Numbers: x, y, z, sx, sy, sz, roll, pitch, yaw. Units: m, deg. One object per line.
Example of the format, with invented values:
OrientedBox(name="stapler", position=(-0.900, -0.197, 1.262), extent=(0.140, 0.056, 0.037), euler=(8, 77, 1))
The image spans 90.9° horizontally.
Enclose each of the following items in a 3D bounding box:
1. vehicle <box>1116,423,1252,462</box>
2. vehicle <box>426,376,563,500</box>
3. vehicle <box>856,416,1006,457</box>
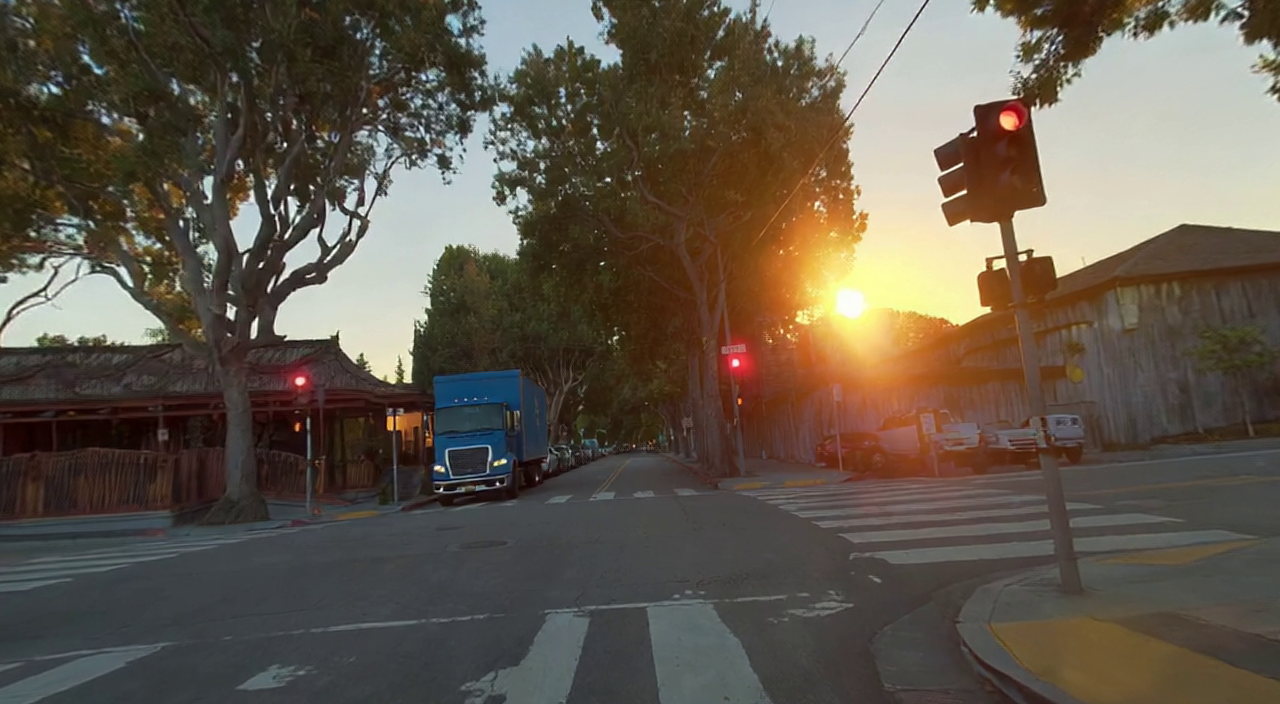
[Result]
OrientedBox(name="vehicle", position=(24.938, 4.168, 29.031), extent=(4.268, 1.695, 2.053), euler=(0, -8, 3))
OrientedBox(name="vehicle", position=(-5.744, 3.726, 27.165), extent=(3.113, 4.041, 10.284), euler=(-6, -8, 0))
OrientedBox(name="vehicle", position=(10.677, 3.142, 23.430), extent=(4.643, 1.456, 1.820), euler=(-1, -8, 5))
